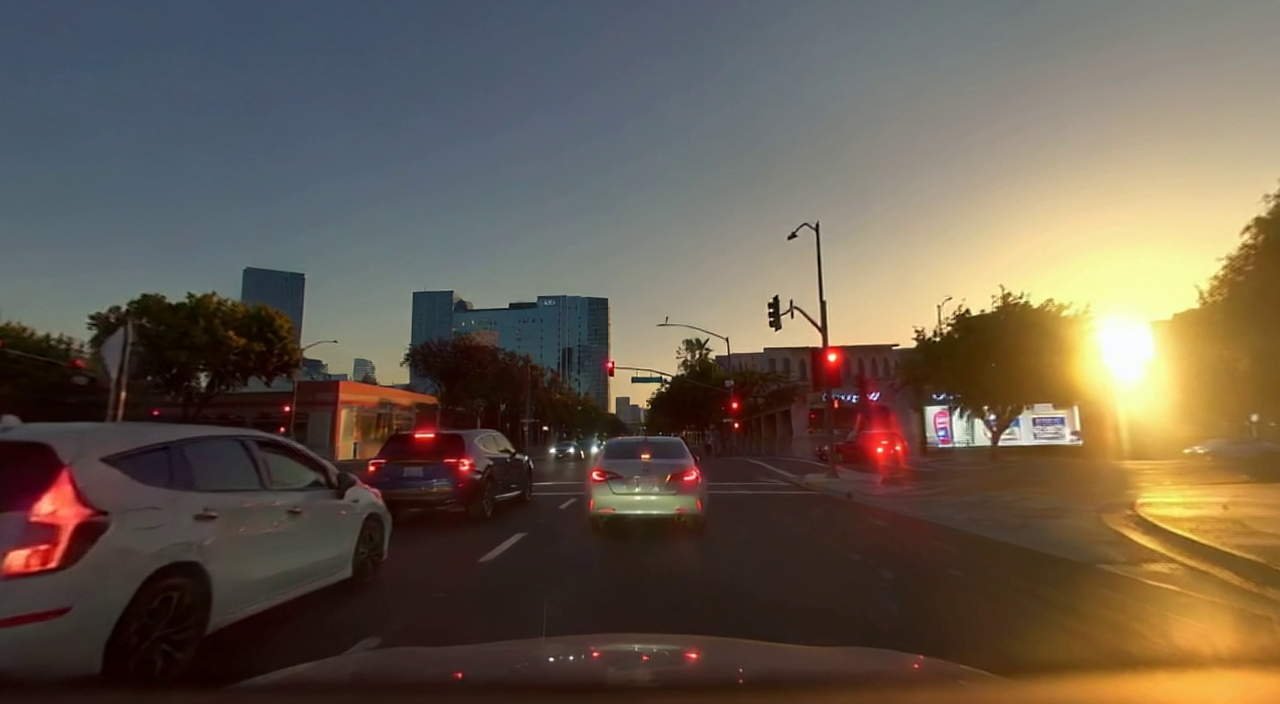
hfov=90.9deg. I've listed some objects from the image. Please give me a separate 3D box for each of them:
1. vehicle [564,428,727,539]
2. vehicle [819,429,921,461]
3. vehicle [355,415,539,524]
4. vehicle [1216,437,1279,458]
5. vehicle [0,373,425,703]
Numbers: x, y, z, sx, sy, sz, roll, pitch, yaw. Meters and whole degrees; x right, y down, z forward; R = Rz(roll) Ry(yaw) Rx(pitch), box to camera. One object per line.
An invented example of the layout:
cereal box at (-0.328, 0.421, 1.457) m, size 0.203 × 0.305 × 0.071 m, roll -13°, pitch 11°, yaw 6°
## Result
vehicle at (0.163, 2.103, 10.721) m, size 2.258 × 1.507 × 3.896 m, roll -1°, pitch -8°, yaw 3°
vehicle at (13.003, 5.306, 35.842) m, size 5.032 × 1.762 × 1.982 m, roll 0°, pitch -8°, yaw 0°
vehicle at (-3.418, 2.182, 12.187) m, size 2.009 × 1.704 × 4.230 m, roll 0°, pitch -8°, yaw 3°
vehicle at (43.625, 6.684, 44.274) m, size 4.582 × 1.442 × 1.860 m, roll 0°, pitch -8°, yaw -2°
vehicle at (-3.323, 1.150, 4.412) m, size 2.029 × 1.517 × 4.375 m, roll 0°, pitch -8°, yaw 1°
